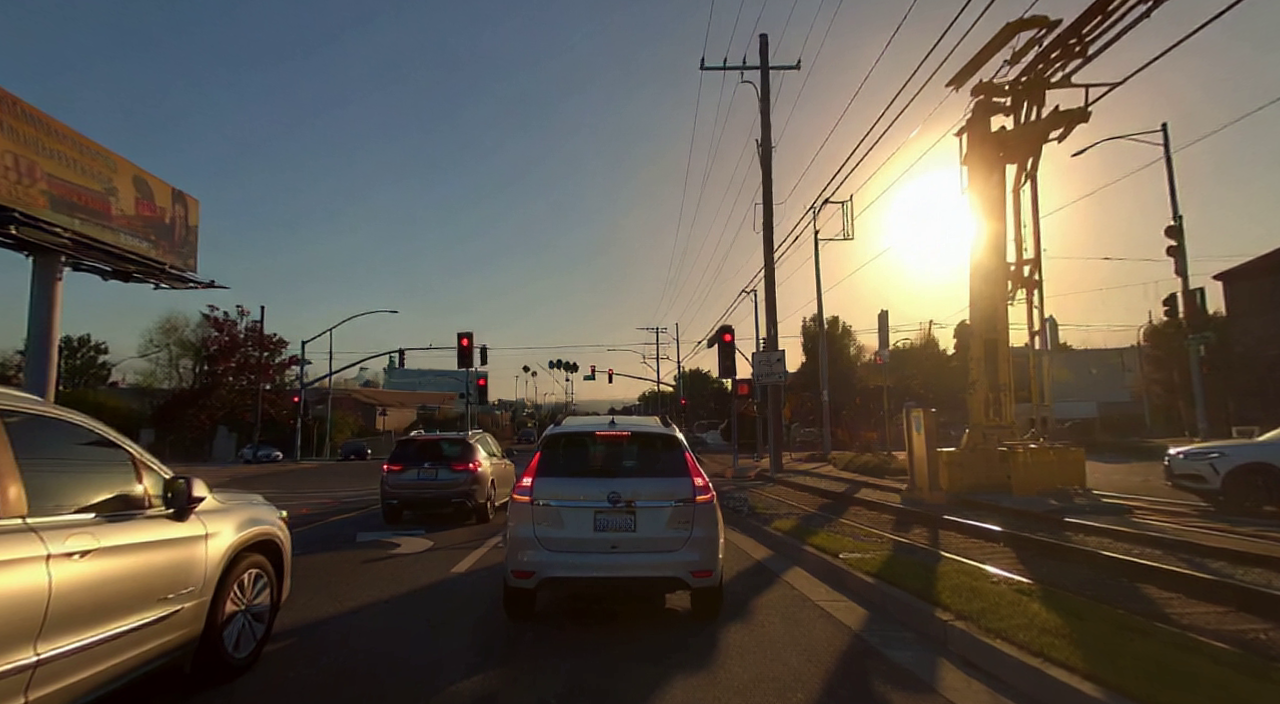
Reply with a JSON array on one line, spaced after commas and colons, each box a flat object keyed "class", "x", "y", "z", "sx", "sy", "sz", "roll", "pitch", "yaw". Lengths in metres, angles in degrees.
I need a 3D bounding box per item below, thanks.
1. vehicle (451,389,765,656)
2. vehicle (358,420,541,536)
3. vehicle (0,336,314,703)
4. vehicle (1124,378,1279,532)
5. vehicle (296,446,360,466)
[{"class": "vehicle", "x": -0.210, "y": 1.376, "z": 5.997, "sx": 2.025, "sy": 1.723, "sz": 3.644, "roll": 0, "pitch": -9, "yaw": 0}, {"class": "vehicle", "x": -3.147, "y": 2.184, "z": 11.508, "sx": 1.988, "sy": 1.678, "sz": 4.317, "roll": 0, "pitch": -9, "yaw": 0}, {"class": "vehicle", "x": -3.927, "y": 0.864, "z": 2.981, "sx": 2.052, "sy": 1.814, "sz": 5.184, "roll": 0, "pitch": -9, "yaw": -1}, {"class": "vehicle", "x": 9.609, "y": 1.317, "z": 8.190, "sx": 5.060, "sy": 1.702, "sz": 2.033, "roll": 1, "pitch": -9, "yaw": -4}, {"class": "vehicle", "x": -24.205, "y": 8.069, "z": 49.087, "sx": 4.357, "sy": 1.444, "sz": 1.842, "roll": -3, "pitch": -9, "yaw": 19}]
